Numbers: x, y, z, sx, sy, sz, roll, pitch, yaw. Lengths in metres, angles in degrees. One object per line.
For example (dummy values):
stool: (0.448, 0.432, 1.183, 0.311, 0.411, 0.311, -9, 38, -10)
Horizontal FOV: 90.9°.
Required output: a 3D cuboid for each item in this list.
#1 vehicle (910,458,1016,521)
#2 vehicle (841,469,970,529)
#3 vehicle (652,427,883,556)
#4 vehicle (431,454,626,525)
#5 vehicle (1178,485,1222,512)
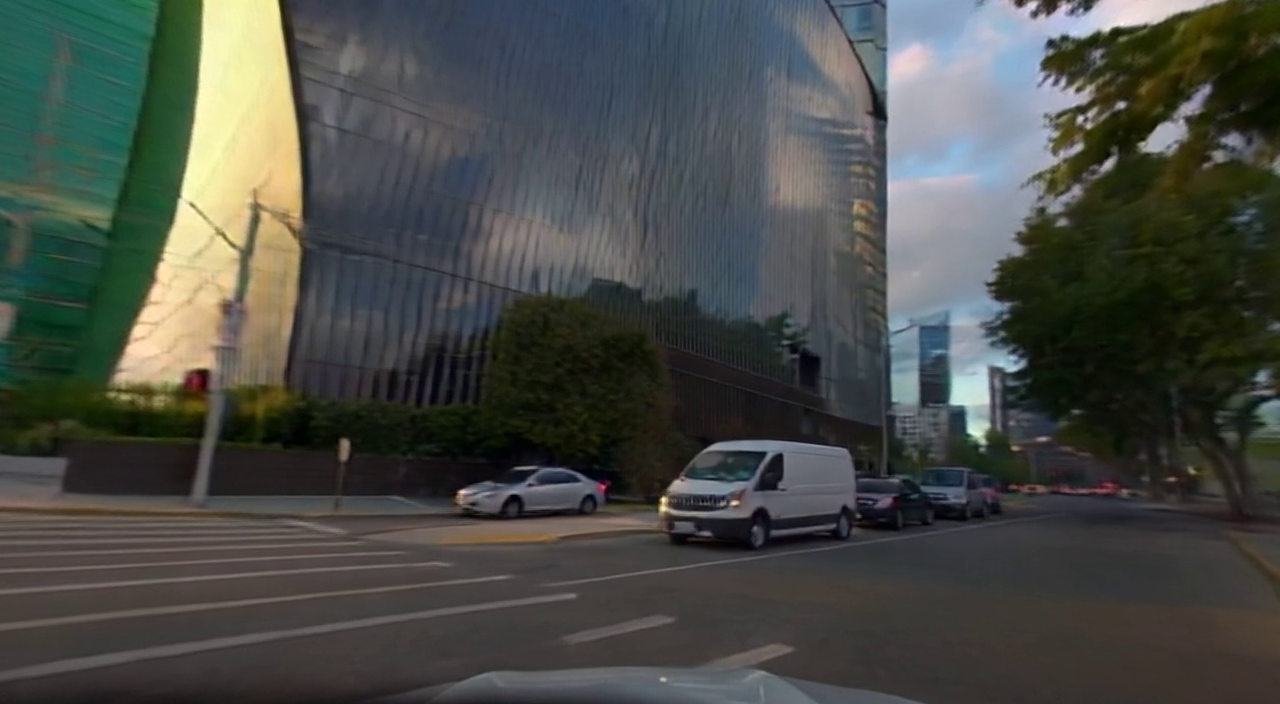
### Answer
vehicle: (11.947, 4.972, 23.176, 2.148, 2.024, 4.884, -8, -14, 41)
vehicle: (7.836, 4.195, 18.372, 1.853, 1.495, 4.632, -11, -15, 41)
vehicle: (2.767, 2.727, 12.702, 2.104, 2.013, 5.252, -11, -15, 40)
vehicle: (-2.592, 3.324, 15.574, 1.868, 1.472, 4.470, -9, -14, 42)
vehicle: (36.021, 9.381, 40.557, 1.899, 1.470, 3.666, -8, -13, 40)
